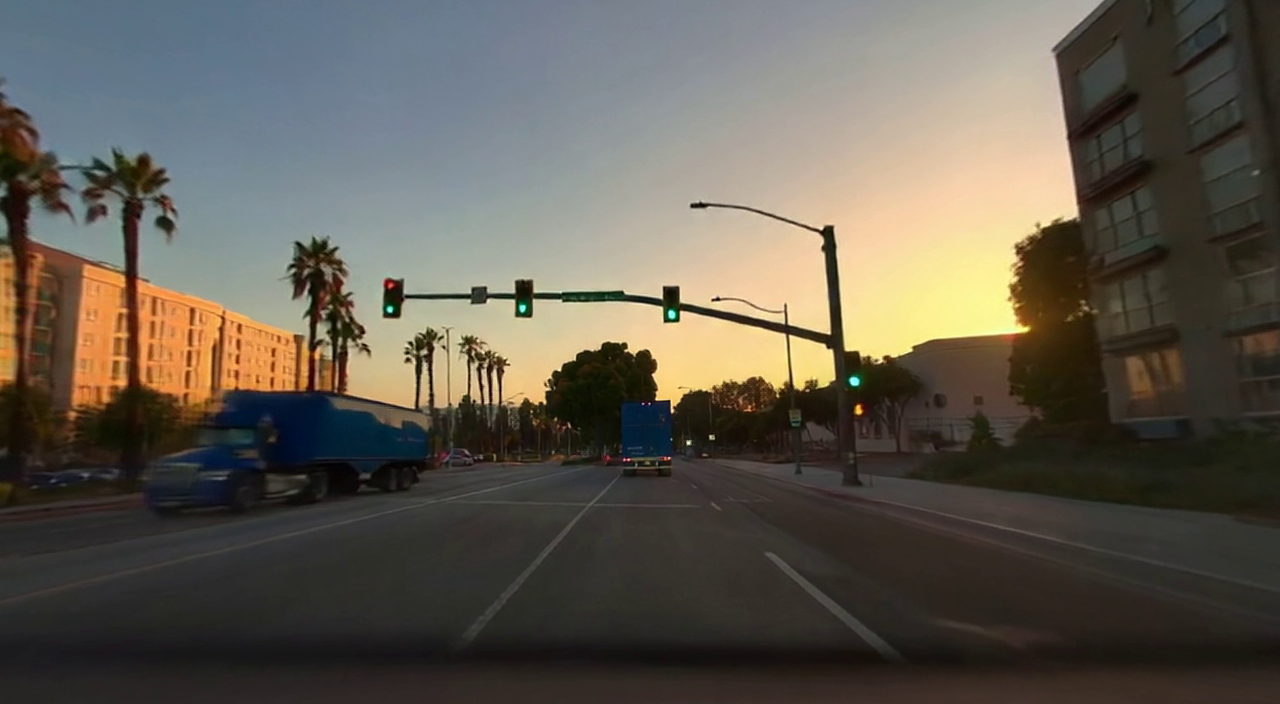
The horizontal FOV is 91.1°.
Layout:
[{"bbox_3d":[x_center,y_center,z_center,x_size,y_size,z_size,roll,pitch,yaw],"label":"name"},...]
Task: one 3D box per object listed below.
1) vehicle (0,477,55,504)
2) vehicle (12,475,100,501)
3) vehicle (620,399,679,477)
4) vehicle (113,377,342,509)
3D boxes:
[{"bbox_3d":[-35.621,7.828,35.437,3.477,1.395,1.617,-1,-10,-1],"label":"vehicle"},{"bbox_3d":[-35.537,8.300,38.279,3.601,1.427,1.646,1,-9,-2],"label":"vehicle"},{"bbox_3d":[0.306,5.306,38.039,2.992,3.949,11.815,0,-9,-2],"label":"vehicle"},{"bbox_3d":[-14.283,3.317,22.796,3.008,3.997,7.313,0,-9,2],"label":"vehicle"}]
